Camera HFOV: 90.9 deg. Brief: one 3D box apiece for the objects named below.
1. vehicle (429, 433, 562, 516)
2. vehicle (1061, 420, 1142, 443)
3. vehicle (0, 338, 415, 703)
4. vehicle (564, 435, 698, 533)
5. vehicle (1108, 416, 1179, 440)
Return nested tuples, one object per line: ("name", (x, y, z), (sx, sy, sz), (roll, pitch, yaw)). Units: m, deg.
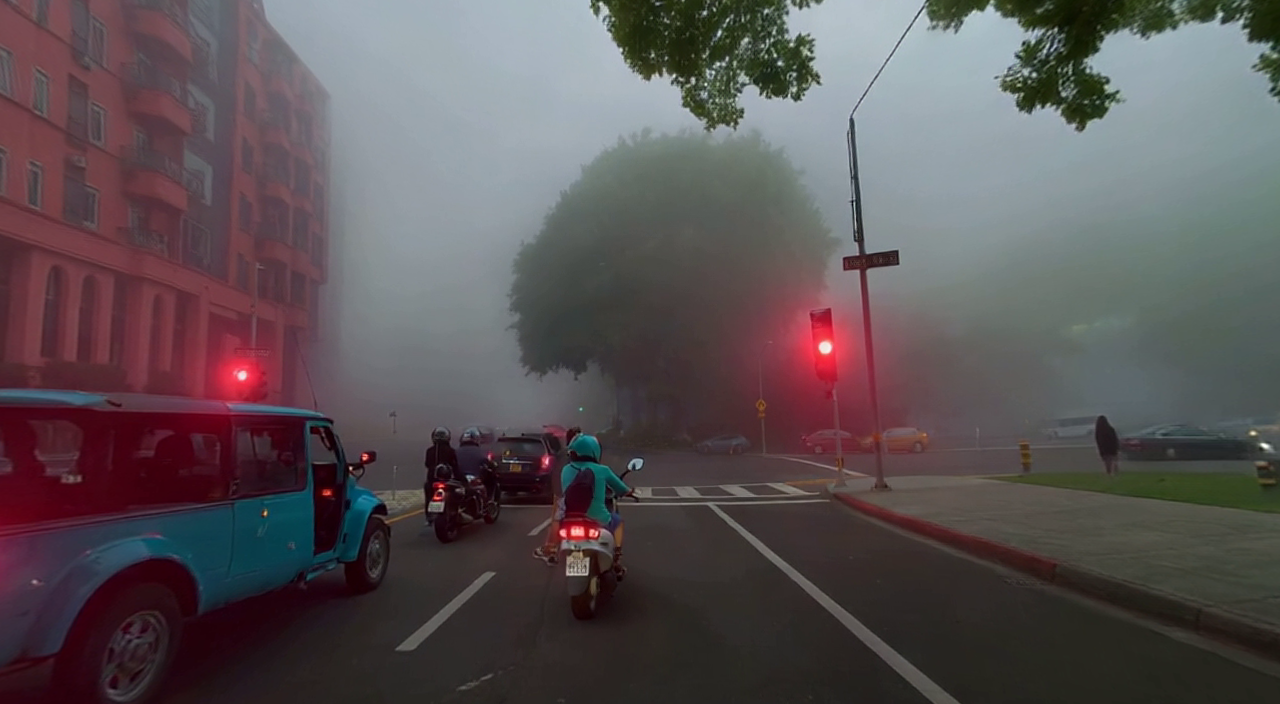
("vehicle", (-3.102, 2.715, 14.452), (1.935, 1.615, 4.073), (-1, -9, 2))
("vehicle", (30.817, 5.339, 42.125), (1.751, 1.420, 4.027), (8, -12, -43))
("vehicle", (-3.585, 1.175, 4.636), (2.000, 1.809, 4.855), (0, -9, 1))
("vehicle", (-0.098, 2.303, 11.622), (2.025, 1.458, 4.085), (-1, -9, 1))
("vehicle", (37.016, 5.629, 46.345), (1.716, 1.543, 3.682), (8, -12, -41))
